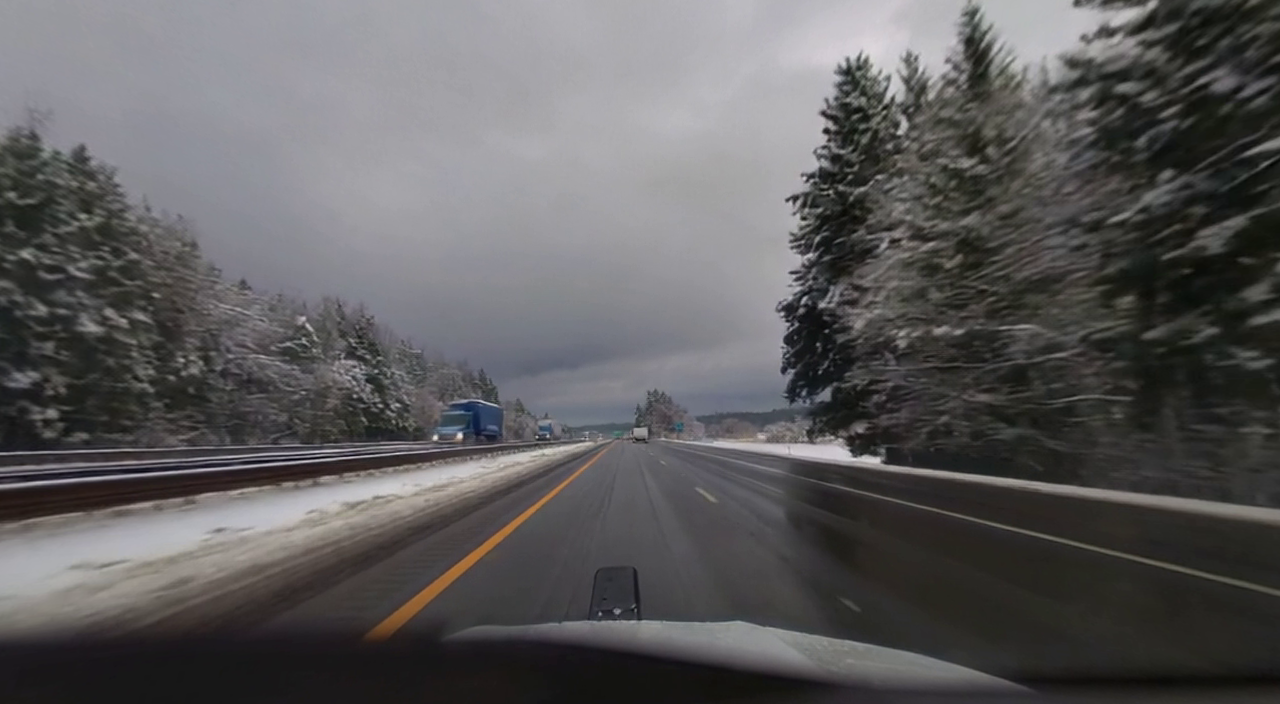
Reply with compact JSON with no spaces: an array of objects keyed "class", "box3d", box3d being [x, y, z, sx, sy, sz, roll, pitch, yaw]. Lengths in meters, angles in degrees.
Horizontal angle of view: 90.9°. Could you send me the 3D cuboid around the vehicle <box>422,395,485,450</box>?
[{"class":"vehicle","box3d":[-13.975,5.393,47.786,3.008,3.852,6.229,0,-8,-3]}]
